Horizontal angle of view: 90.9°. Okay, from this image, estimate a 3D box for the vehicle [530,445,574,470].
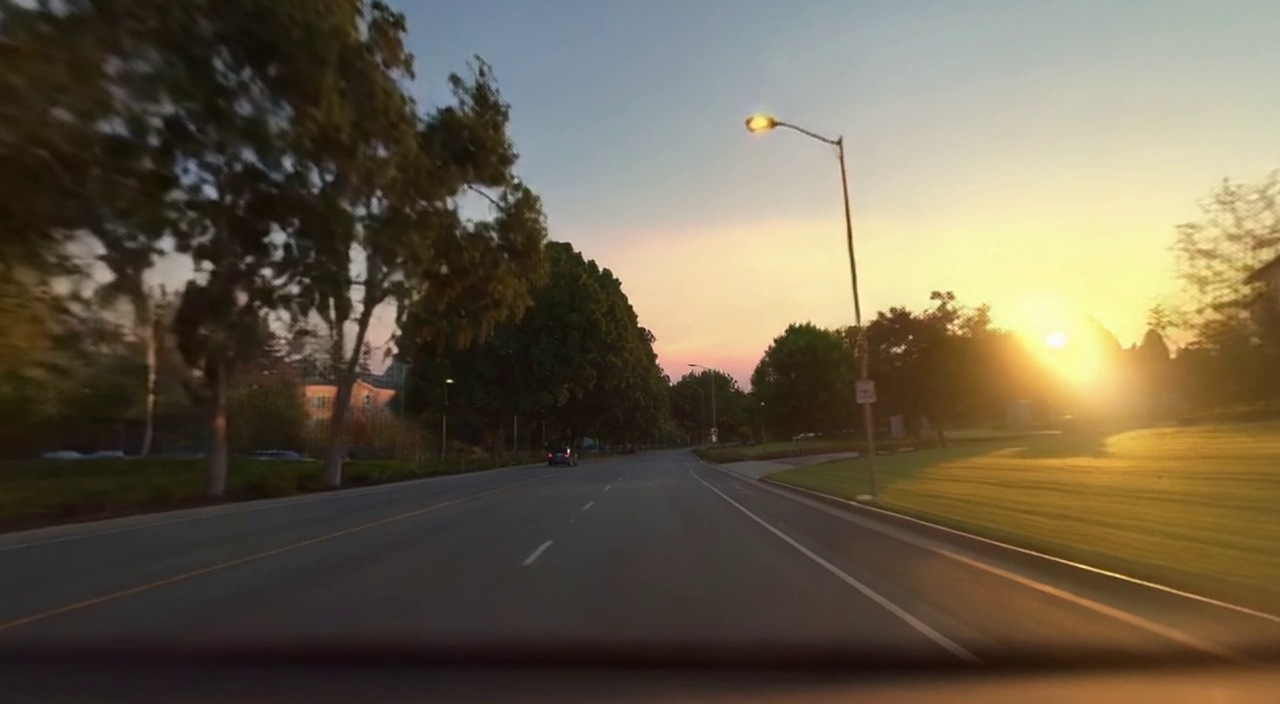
[{"bbox_3d":[-5.458,6.607,39.753,1.945,1.461,4.605,-1,-8,3],"label":"vehicle"}]
